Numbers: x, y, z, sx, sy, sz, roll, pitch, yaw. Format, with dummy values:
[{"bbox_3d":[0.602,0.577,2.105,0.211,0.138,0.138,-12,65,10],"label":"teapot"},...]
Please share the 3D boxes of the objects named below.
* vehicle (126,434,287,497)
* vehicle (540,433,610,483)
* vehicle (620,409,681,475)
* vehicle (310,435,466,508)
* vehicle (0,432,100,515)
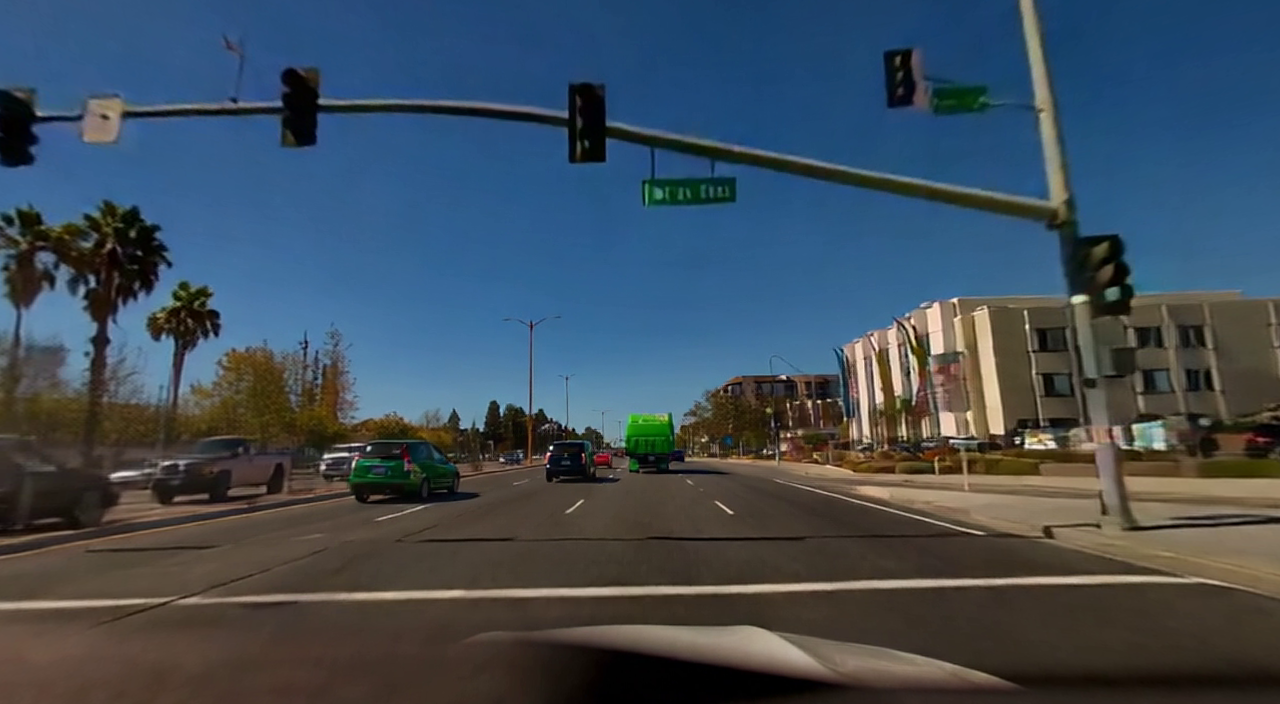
[{"bbox_3d":[-14.447,3.779,21.359,2.010,1.885,4.606,0,-9,2],"label":"vehicle"},{"bbox_3d":[-2.540,4.334,25.966,2.178,1.826,4.933,0,-9,2],"label":"vehicle"},{"bbox_3d":[0.557,4.891,34.042,2.993,3.235,6.692,0,-9,1],"label":"vehicle"},{"bbox_3d":[-6.301,3.026,16.435,2.045,1.630,4.680,0,-9,1],"label":"vehicle"},{"bbox_3d":[-14.680,2.628,13.307,2.040,1.745,4.899,-3,-10,1],"label":"vehicle"}]
